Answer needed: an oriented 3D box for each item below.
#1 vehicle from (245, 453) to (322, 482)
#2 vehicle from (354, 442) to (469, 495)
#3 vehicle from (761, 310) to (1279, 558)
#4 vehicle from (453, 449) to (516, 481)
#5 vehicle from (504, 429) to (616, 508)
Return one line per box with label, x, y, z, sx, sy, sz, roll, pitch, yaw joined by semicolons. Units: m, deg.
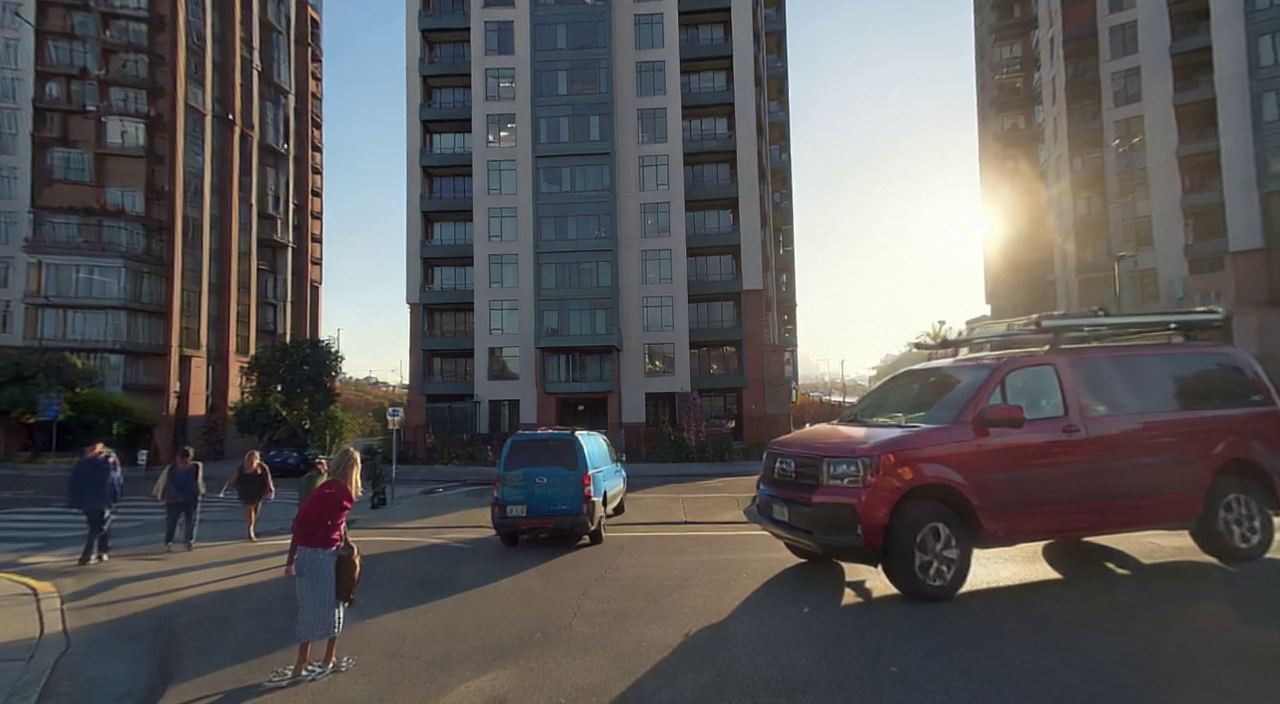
vehicle;-19.437;6.295;34.509;3.467;1.456;1.649;4;-9;-24
vehicle;-8.161;4.172;23.064;2.395;1.719;4.549;0;-8;1
vehicle;5.329;1.077;8.309;6.932;2.753;2.446;0;-8;1
vehicle;-7.868;5.723;32.292;2.164;1.494;4.235;0;-8;0
vehicle;-1.853;2.901;16.089;2.144;1.733;4.115;-1;-8;3
